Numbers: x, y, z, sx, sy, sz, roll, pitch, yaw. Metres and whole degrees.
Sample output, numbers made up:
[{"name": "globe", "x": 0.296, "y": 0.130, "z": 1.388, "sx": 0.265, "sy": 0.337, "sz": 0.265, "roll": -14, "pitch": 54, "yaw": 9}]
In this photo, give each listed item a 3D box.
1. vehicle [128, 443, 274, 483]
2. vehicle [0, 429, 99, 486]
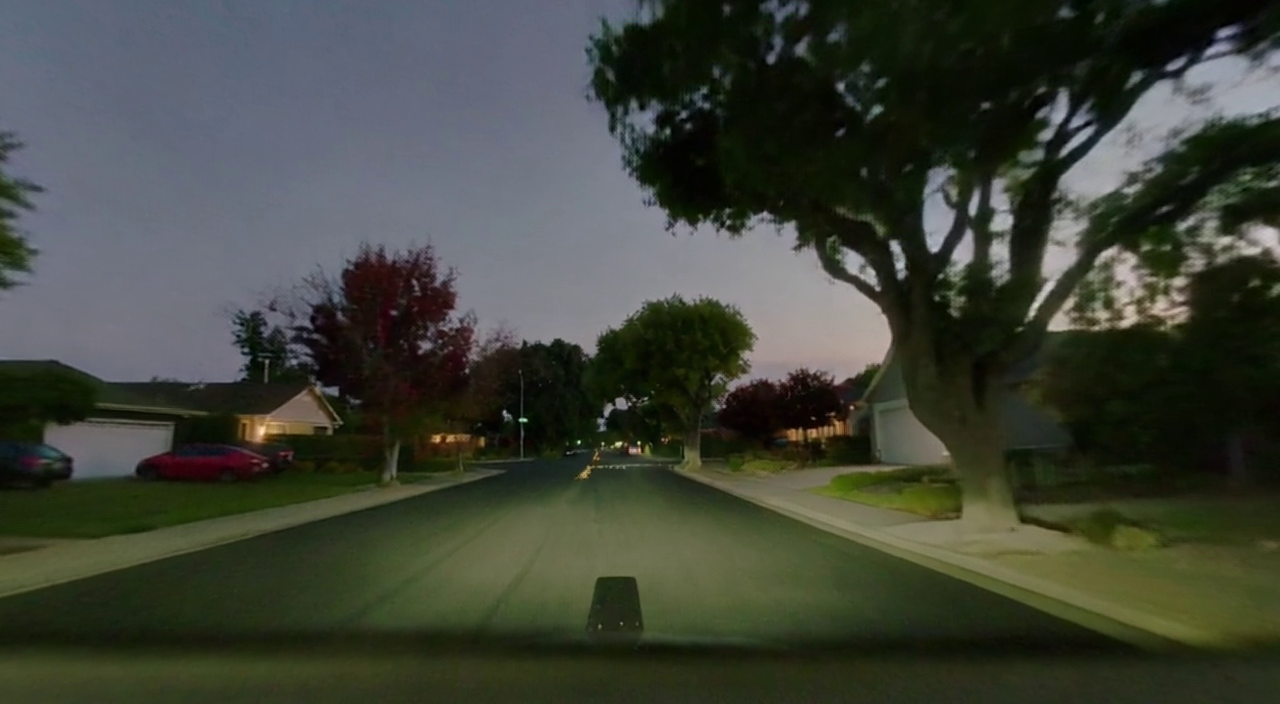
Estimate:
[{"name": "vehicle", "x": -17.656, "y": 4.477, "z": 25.609, "sx": 4.307, "sy": 1.508, "sz": 2.072, "roll": 0, "pitch": -9, "yaw": -2}, {"name": "vehicle", "x": -21.285, "y": 3.523, "z": 21.087, "sx": 4.359, "sy": 1.789, "sz": 2.123, "roll": 0, "pitch": -9, "yaw": -3}]
